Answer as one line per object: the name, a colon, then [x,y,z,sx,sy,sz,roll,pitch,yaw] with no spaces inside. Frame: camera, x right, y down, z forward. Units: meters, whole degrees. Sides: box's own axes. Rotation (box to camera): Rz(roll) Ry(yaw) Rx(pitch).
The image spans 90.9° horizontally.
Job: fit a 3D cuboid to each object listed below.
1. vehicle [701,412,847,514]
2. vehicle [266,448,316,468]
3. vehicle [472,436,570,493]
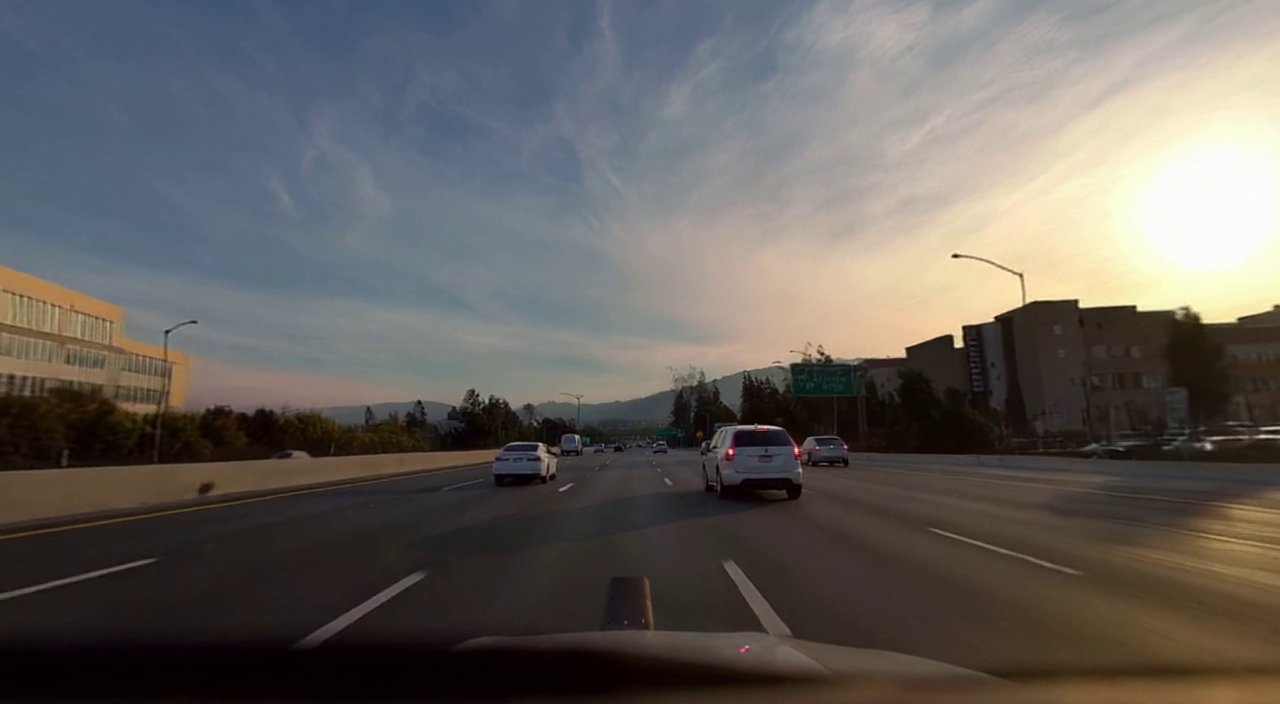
vehicle: [2.713,2.412,14.142,2.148,1.852,4.835,0,-8,-1]
vehicle: [-26.372,7.989,47.684,1.614,1.424,3.568,-1,-8,3]
vehicle: [-3.545,3.433,19.727,2.080,1.542,4.718,0,-8,1]
